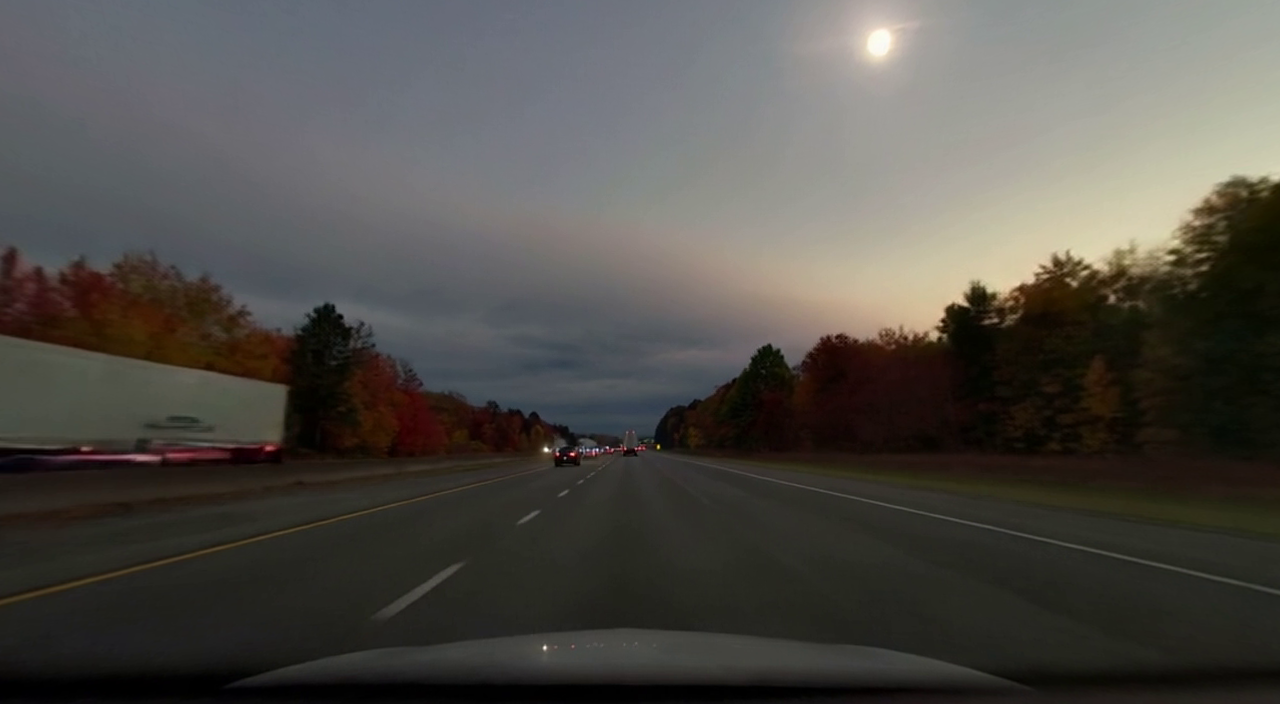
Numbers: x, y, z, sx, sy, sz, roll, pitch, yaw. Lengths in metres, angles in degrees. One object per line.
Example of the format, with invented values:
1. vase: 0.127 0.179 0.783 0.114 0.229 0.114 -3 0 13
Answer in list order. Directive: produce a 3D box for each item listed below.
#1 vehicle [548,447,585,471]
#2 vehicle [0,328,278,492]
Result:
1. vehicle: -4.714 6.911 40.647 1.963 1.475 3.665 0 -9 -1
2. vehicle: -17.639 2.293 20.929 2.917 4.076 14.027 0 -9 -1
